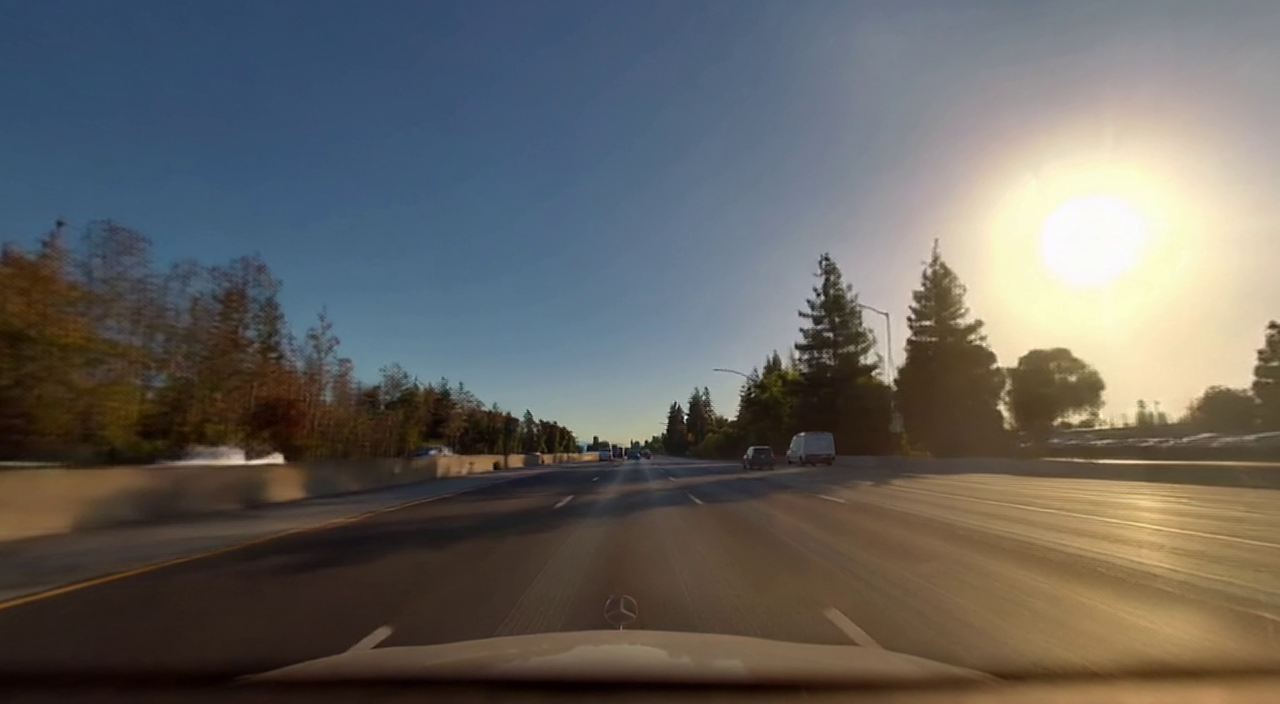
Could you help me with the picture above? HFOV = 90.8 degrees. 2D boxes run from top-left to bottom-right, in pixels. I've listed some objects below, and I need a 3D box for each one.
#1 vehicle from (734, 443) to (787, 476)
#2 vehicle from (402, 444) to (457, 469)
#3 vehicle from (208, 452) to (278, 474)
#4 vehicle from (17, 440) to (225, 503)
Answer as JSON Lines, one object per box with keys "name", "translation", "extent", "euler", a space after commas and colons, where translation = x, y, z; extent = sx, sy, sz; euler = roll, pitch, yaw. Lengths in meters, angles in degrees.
{"name": "vehicle", "translation": [6.691, 6.005, 35.457], "extent": [2.081, 1.705, 3.926], "euler": [0, -9, -1]}
{"name": "vehicle", "translation": [-14.446, 7.232, 43.660], "extent": [2.154, 1.593, 4.857], "euler": [-1, -9, 0]}
{"name": "vehicle", "translation": [-28.684, 8.013, 45.839], "extent": [2.059, 1.506, 4.721], "euler": [-1, -9, 0]}
{"name": "vehicle", "translation": [-14.114, 3.266, 17.654], "extent": [1.983, 1.483, 4.554], "euler": [-1, -9, -1]}
